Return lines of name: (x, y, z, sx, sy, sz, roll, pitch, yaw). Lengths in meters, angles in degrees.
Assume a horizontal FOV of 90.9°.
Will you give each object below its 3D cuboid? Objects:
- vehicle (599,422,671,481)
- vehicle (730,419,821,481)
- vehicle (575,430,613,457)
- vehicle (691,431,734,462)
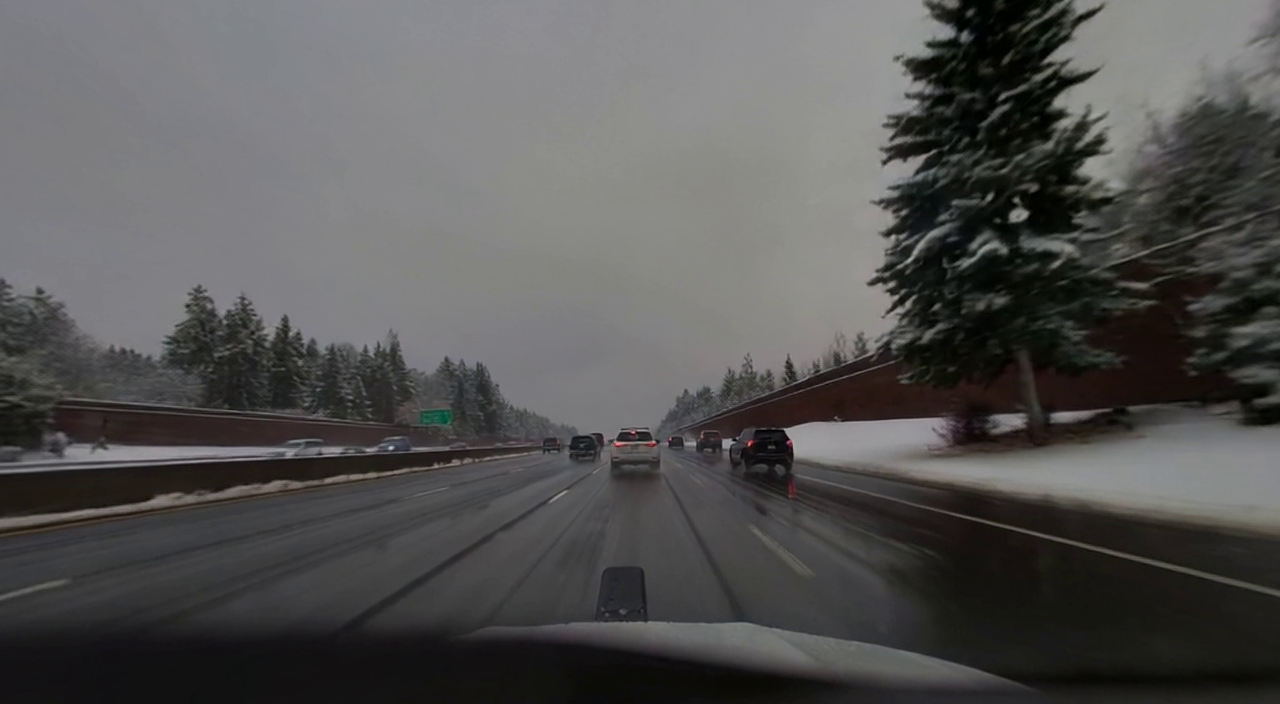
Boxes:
vehicle: (-0.153, 3.423, 21.771, 2.233, 1.804, 4.273, 0, -9, 0)
vehicle: (4.381, 3.275, 21.110, 2.017, 1.847, 4.299, 0, -9, -1)
vehicle: (-3.407, 6.985, 47.897, 2.274, 1.896, 5.571, 0, -9, 1)
vehicle: (4.049, 5.364, 35.822, 2.001, 1.651, 3.916, 0, -9, 0)
